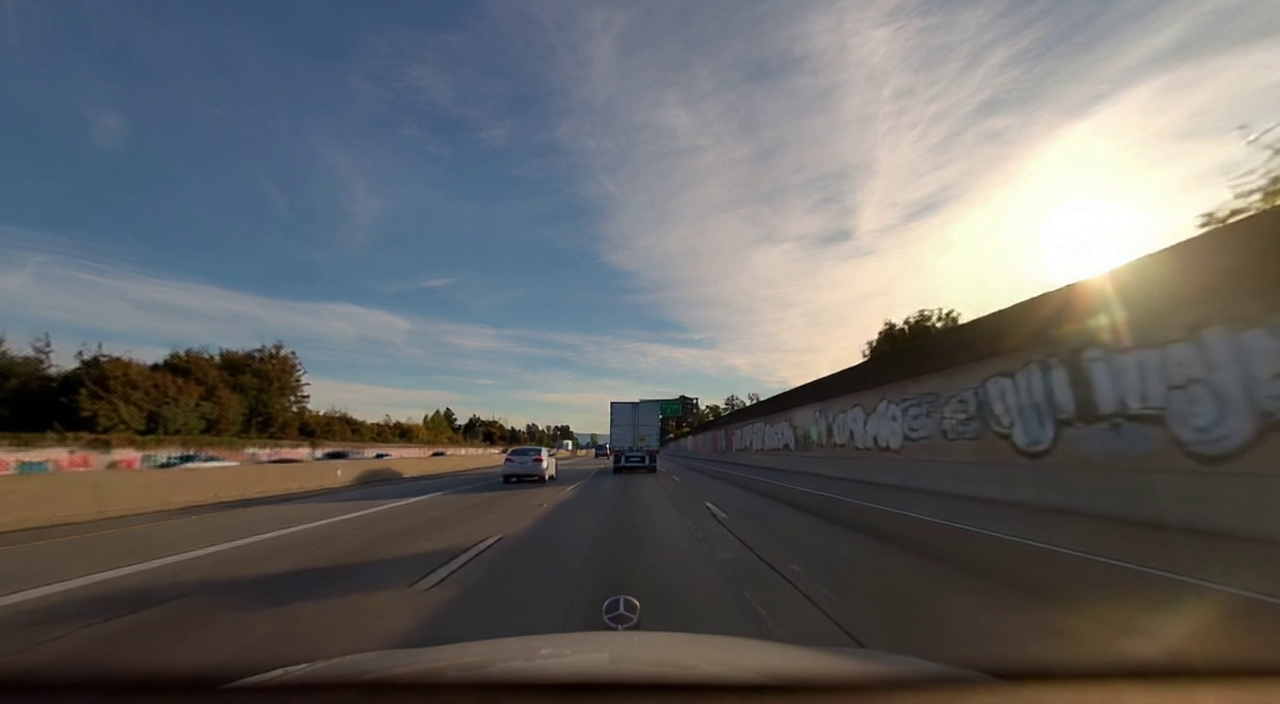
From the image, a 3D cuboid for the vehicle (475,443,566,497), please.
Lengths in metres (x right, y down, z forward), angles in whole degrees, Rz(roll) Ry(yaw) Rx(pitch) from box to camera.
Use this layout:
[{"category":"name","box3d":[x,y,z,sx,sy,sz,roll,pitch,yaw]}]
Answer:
[{"category":"vehicle","box3d":[-3.725,3.760,20.339,2.158,1.538,4.047,0,-9,0]}]

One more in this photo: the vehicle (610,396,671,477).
[{"category":"vehicle","box3d":[-0.067,5.104,37.132,3.042,4.023,10.832,0,-9,-1]}]
